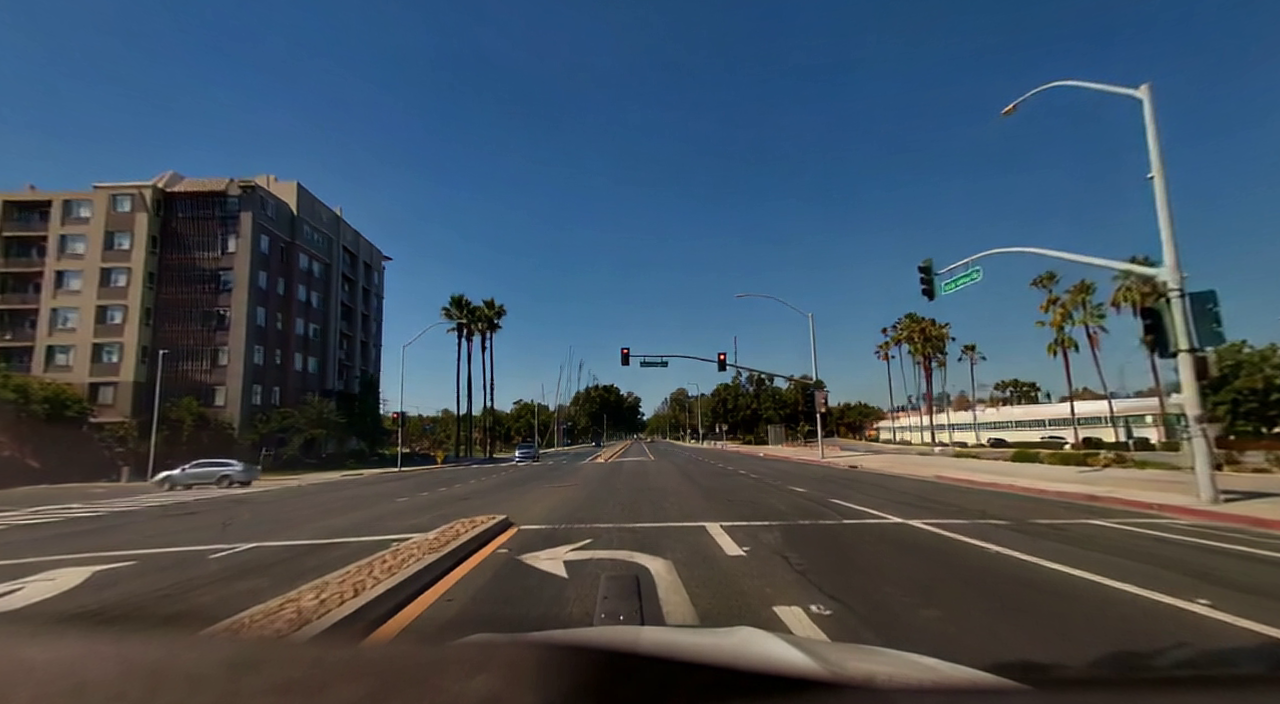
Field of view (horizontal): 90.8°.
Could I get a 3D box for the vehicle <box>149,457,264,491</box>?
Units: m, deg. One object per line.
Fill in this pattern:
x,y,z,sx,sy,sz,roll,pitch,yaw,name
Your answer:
-20.785,5.822,30.347,4.386,1.481,2.037,-2,-9,13,vehicle
